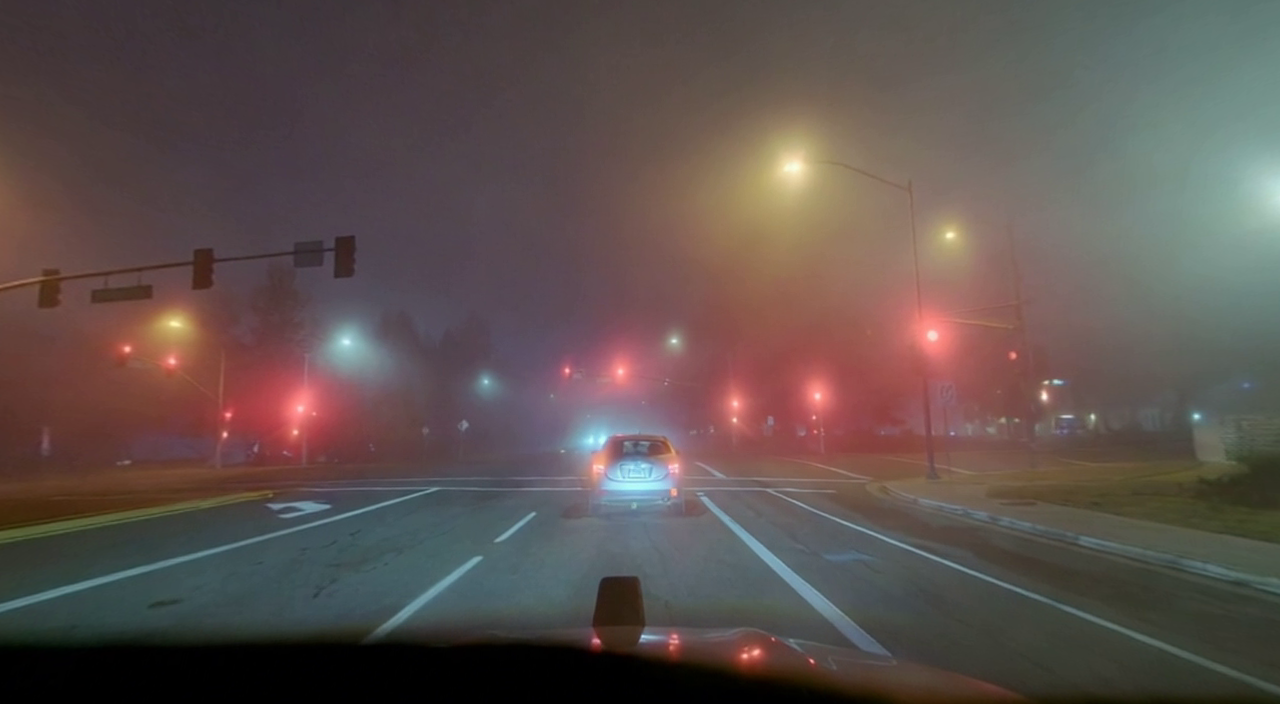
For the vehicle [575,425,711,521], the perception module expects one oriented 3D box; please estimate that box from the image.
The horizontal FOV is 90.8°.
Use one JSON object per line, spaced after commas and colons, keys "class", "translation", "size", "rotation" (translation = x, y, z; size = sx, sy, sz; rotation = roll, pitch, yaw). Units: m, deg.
{"class": "vehicle", "translation": [0.010, 2.178, 11.835], "size": [2.107, 1.470, 3.974], "rotation": [0, -9, -1]}
